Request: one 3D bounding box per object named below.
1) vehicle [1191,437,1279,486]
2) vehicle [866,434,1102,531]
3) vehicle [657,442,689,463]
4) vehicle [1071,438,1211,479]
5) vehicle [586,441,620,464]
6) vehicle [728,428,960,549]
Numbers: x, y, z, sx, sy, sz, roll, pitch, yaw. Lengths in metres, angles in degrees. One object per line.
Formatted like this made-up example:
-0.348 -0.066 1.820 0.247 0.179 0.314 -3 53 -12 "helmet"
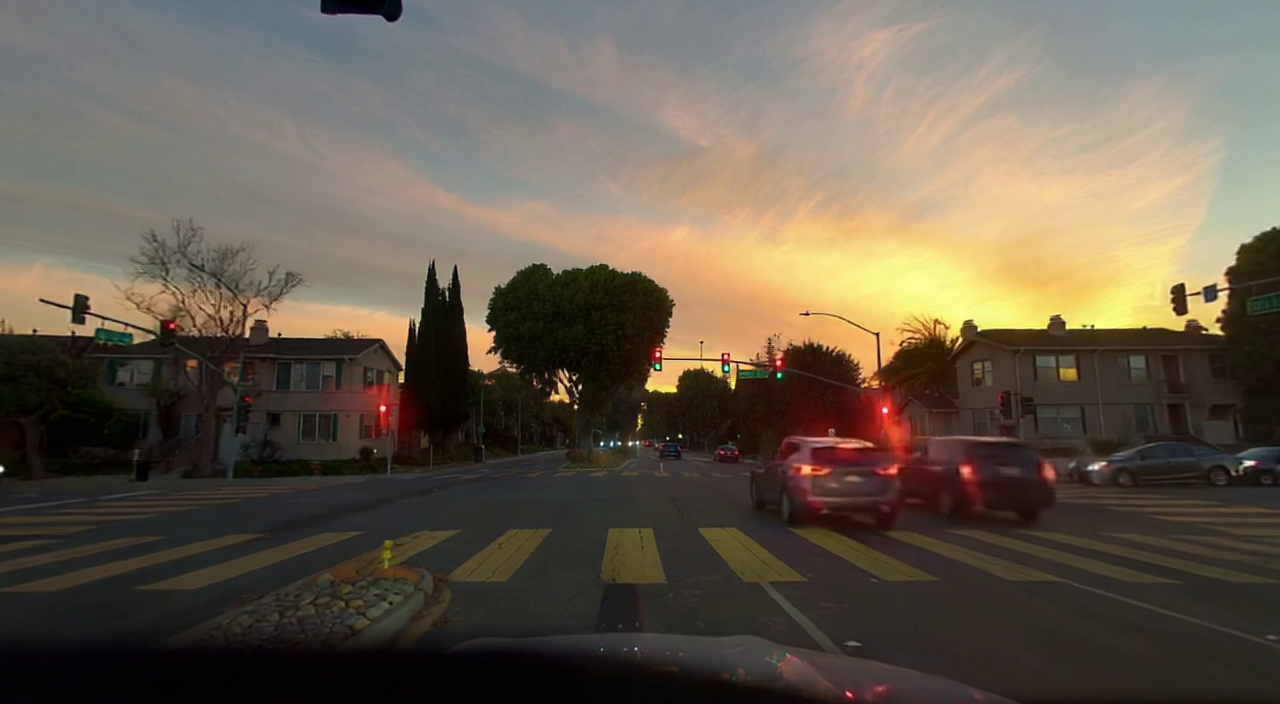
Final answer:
23.618 4.040 23.475 4.417 1.725 1.969 0 -9 -1 "vehicle"
6.334 2.439 12.448 2.074 1.530 4.565 0 -9 0 "vehicle"
2.447 7.531 47.532 2.079 1.473 4.748 0 -9 -1 "vehicle"
23.485 4.988 29.754 4.807 1.835 2.033 0 -9 -1 "vehicle"
-2.412 6.709 42.283 2.045 1.484 3.991 0 -9 0 "vehicle"
2.945 2.108 10.552 2.142 1.506 4.948 0 -9 -1 "vehicle"
